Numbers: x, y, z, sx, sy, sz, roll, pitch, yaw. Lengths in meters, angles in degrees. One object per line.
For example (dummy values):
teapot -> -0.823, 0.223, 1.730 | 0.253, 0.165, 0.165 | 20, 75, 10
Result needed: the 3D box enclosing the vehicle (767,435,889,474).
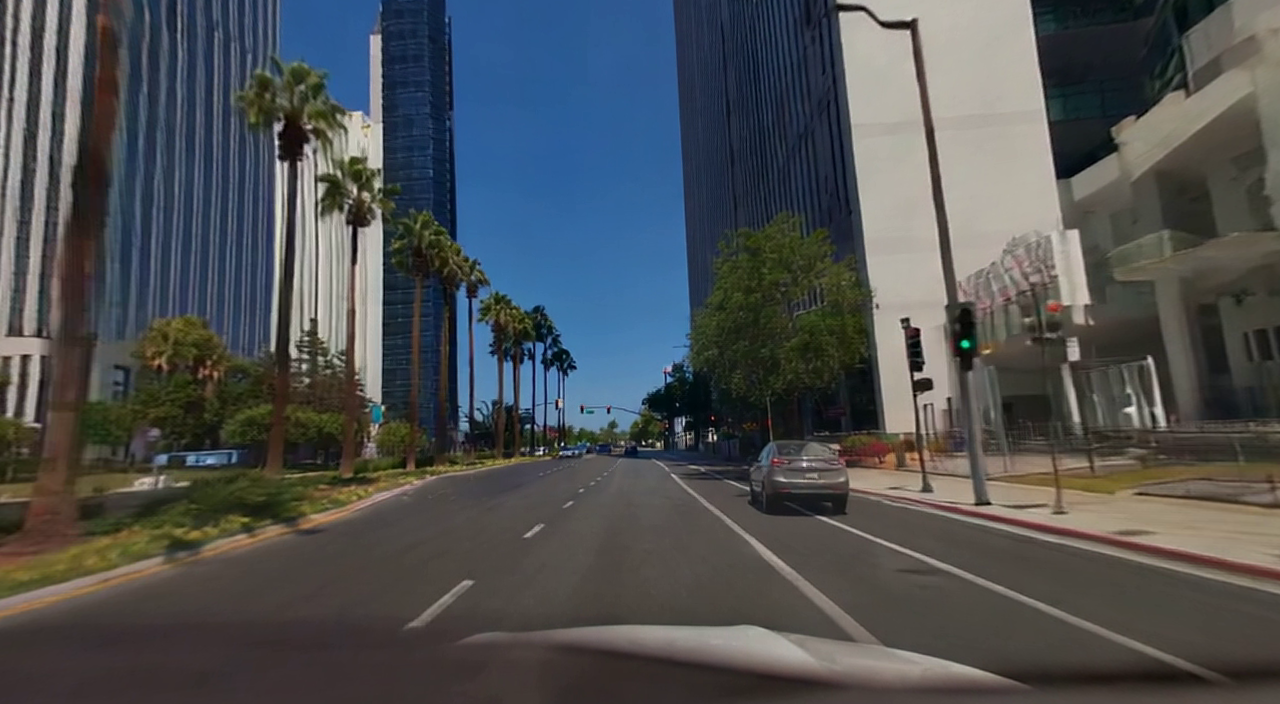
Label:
vehicle -> 8.513, 4.697, 29.024 | 4.871, 1.708, 2.144 | 0, -9, -2
